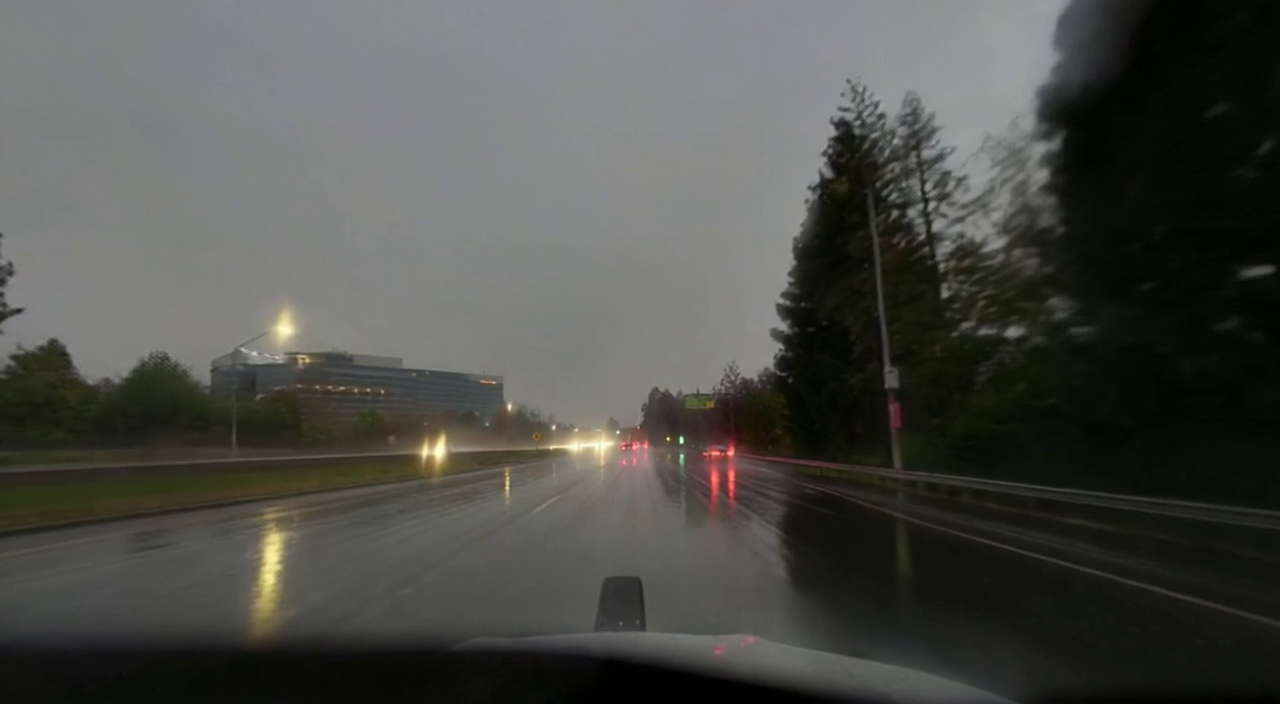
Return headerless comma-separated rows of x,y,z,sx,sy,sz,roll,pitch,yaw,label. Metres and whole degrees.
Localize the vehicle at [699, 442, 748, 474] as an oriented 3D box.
4.527,5.823,34.835,2.085,1.594,4.848,0,-9,1,vehicle
